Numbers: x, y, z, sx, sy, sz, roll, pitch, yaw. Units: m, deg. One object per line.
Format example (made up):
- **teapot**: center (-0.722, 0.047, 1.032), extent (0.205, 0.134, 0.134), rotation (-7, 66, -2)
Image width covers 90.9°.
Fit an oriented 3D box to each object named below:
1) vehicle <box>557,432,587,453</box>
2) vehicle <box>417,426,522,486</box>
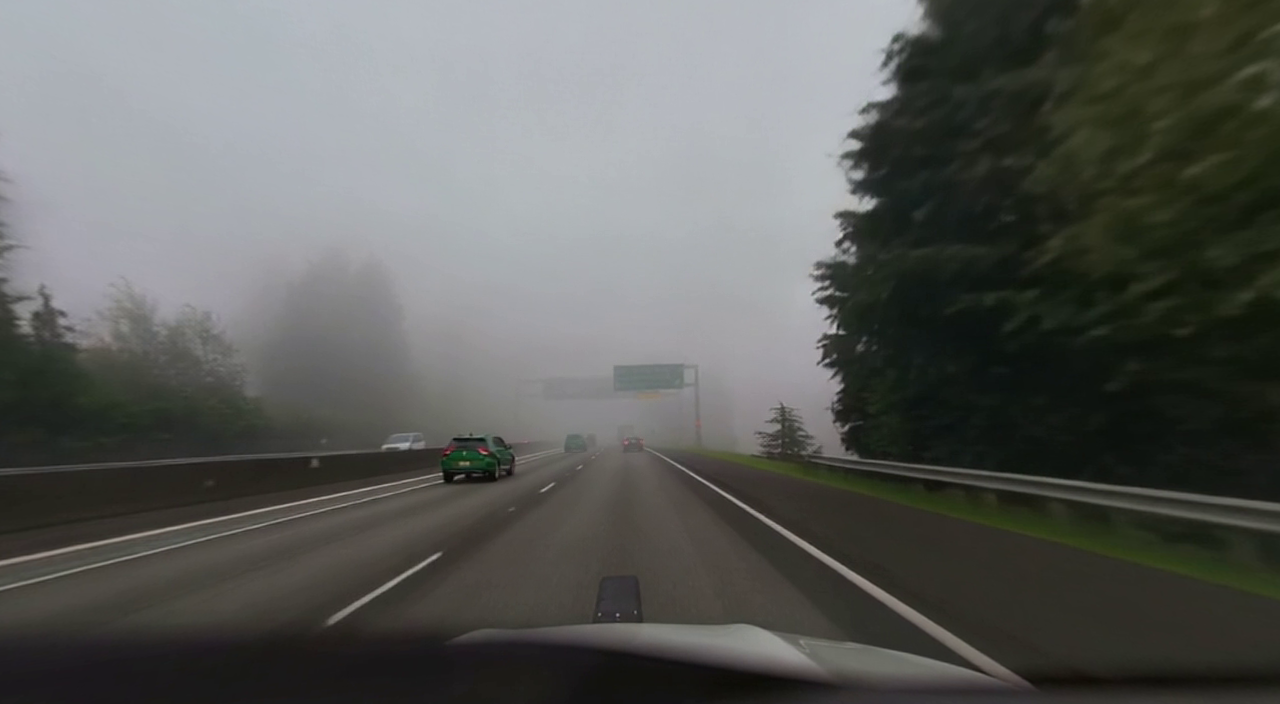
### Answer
- **vehicle**: center (-5.266, 7.073, 49.229), extent (1.972, 1.537, 4.173), rotation (0, -8, -2)
- **vehicle**: center (-4.684, 2.902, 17.892), extent (1.959, 1.514, 3.668), rotation (0, -8, 0)
